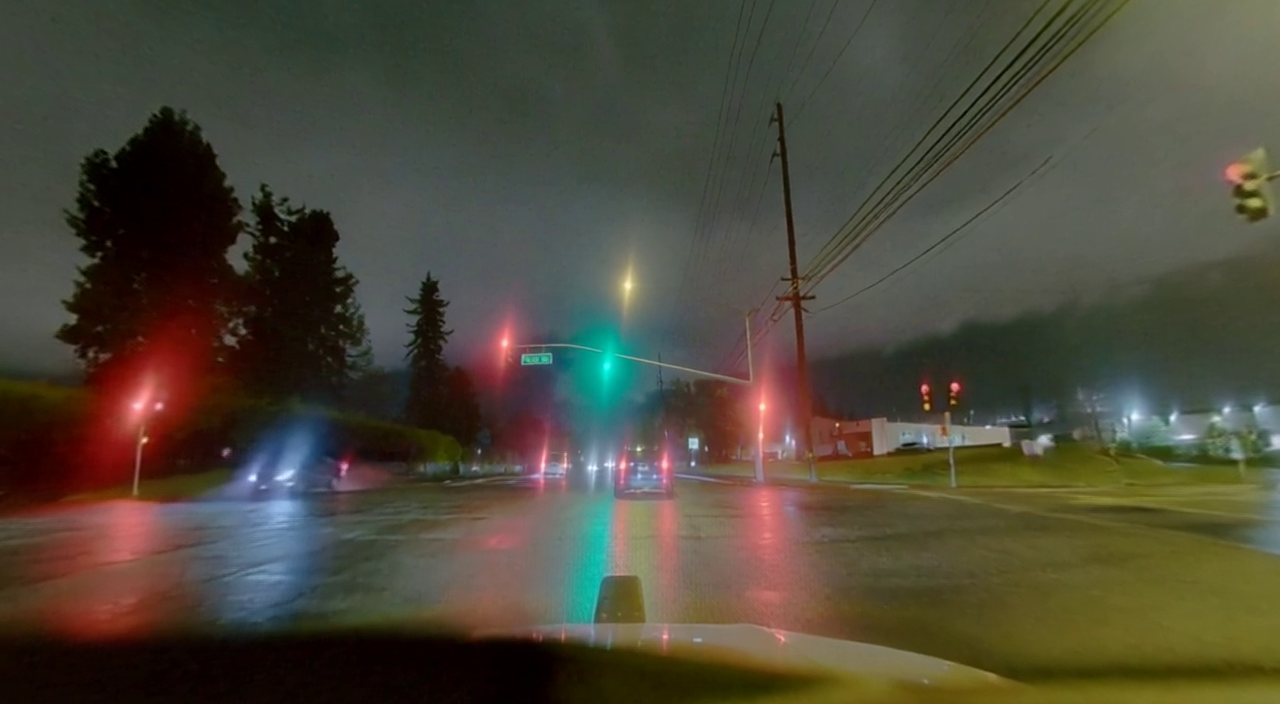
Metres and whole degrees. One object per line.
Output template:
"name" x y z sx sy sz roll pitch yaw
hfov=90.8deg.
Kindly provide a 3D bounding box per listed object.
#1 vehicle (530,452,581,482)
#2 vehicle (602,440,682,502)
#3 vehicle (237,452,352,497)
"vehicle" -4.465 6.155 34.005 2.153 1.474 4.284 0 -9 0
"vehicle" 0.018 3.497 18.929 2.156 1.636 3.923 0 -9 -1
"vehicle" -13.756 4.869 25.532 2.025 1.571 4.636 0 -9 0
